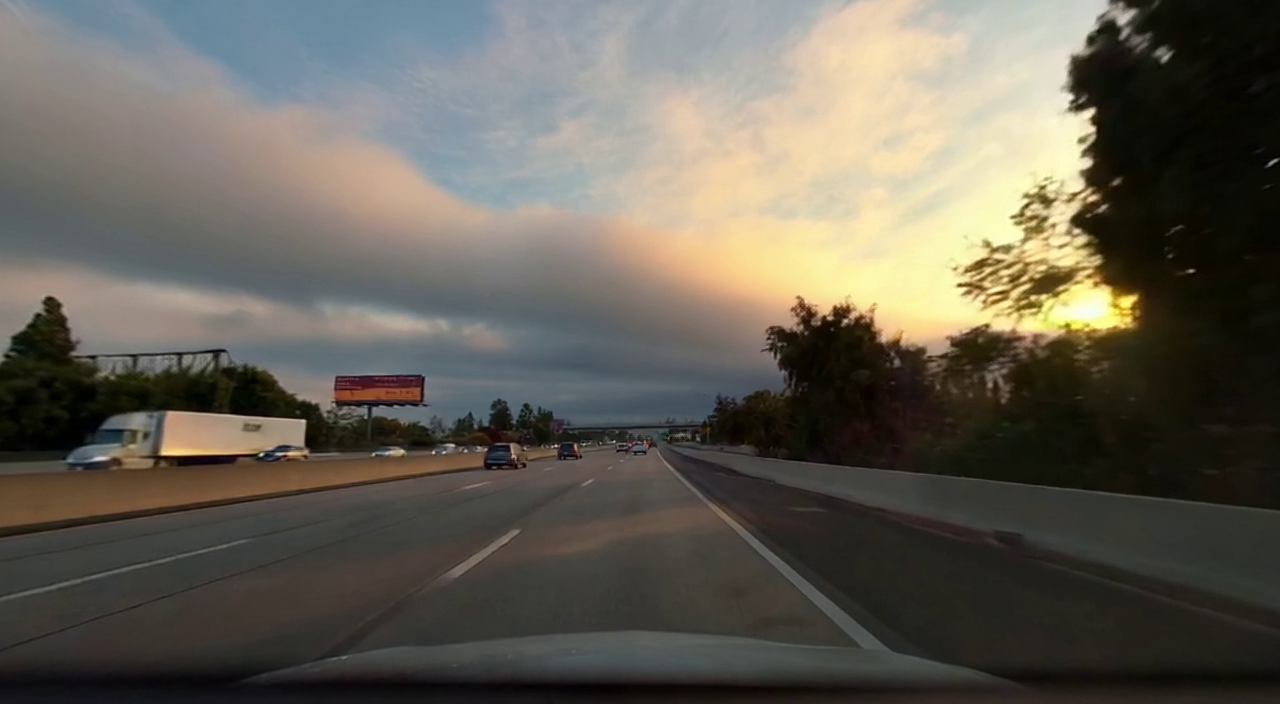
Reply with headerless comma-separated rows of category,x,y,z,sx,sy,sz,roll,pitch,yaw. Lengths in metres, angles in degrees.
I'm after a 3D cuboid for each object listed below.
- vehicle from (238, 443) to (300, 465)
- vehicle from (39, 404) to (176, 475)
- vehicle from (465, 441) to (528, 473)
vehicle,-28.615,7.894,48.750,1.915,1.610,4.542,0,-9,1
vehicle,-32.719,5.469,39.100,2.976,4.021,5.937,0,-9,1
vehicle,-7.204,5.339,32.234,2.008,1.520,4.731,0,-9,1
